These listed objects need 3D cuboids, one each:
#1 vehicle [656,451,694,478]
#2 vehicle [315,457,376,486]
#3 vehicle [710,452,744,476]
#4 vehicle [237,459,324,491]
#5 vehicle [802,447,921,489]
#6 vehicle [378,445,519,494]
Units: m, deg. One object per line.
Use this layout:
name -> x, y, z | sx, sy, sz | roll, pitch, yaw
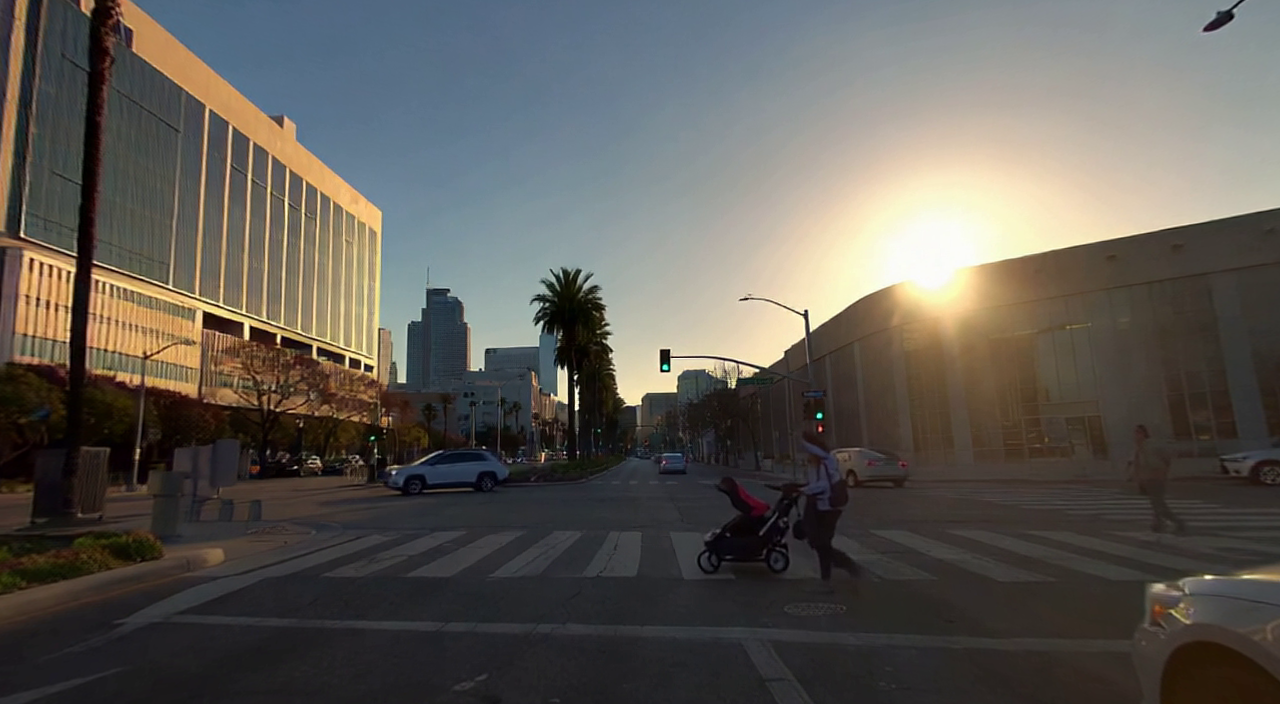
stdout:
vehicle -> 2.502, 8.222, 46.523 | 2.325, 1.810, 4.827 | 0, -8, -2
vehicle -> -20.114, 8.144, 43.374 | 2.043, 1.745, 4.420 | 0, -8, 0
vehicle -> 6.517, 8.436, 47.804 | 2.176, 1.690, 4.138 | -1, -8, 3
vehicle -> -19.967, 6.854, 35.413 | 2.069, 1.540, 4.774 | 0, -8, 0
vehicle -> 8.859, 4.596, 25.314 | 4.273, 1.525, 2.000 | -4, -9, 22
vehicle -> -6.584, 4.091, 22.243 | 4.499, 1.594, 1.898 | 1, -9, -10
